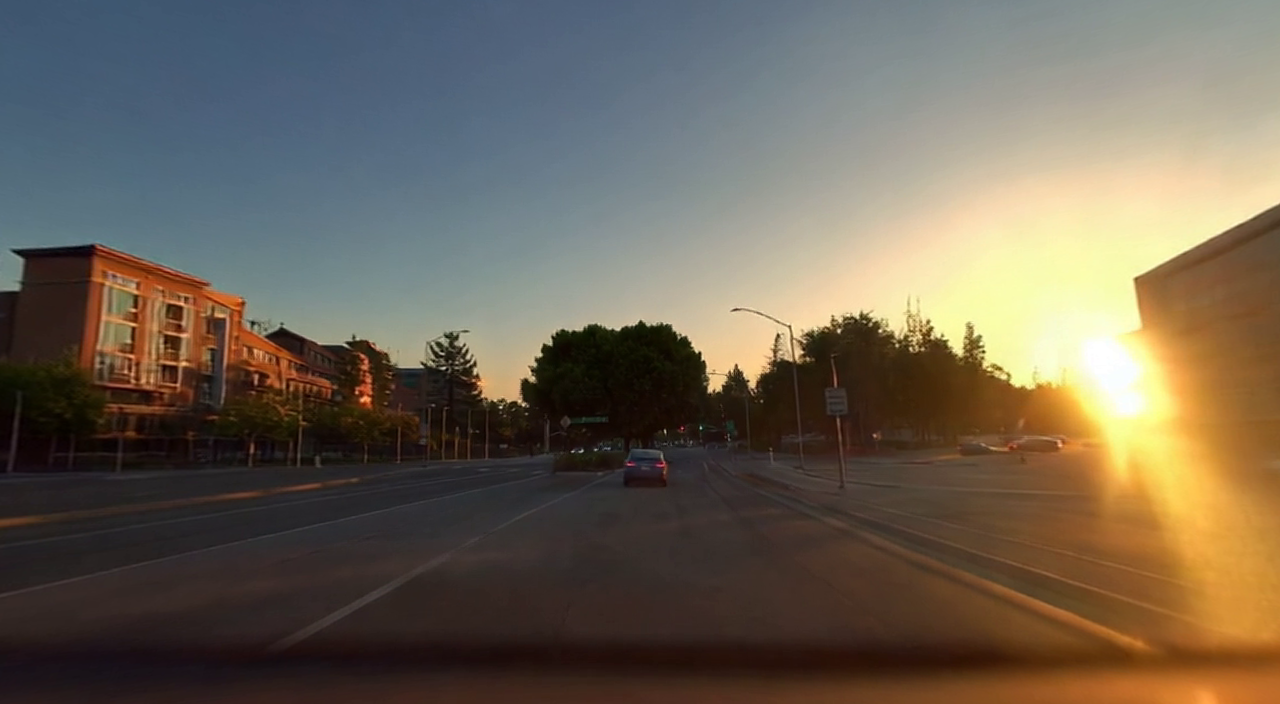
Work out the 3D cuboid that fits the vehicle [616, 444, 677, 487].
[{"bbox_3d":[0.298,4.323,24.377,2.133,1.481,4.276,0,-9,2],"label":"vehicle"}]
